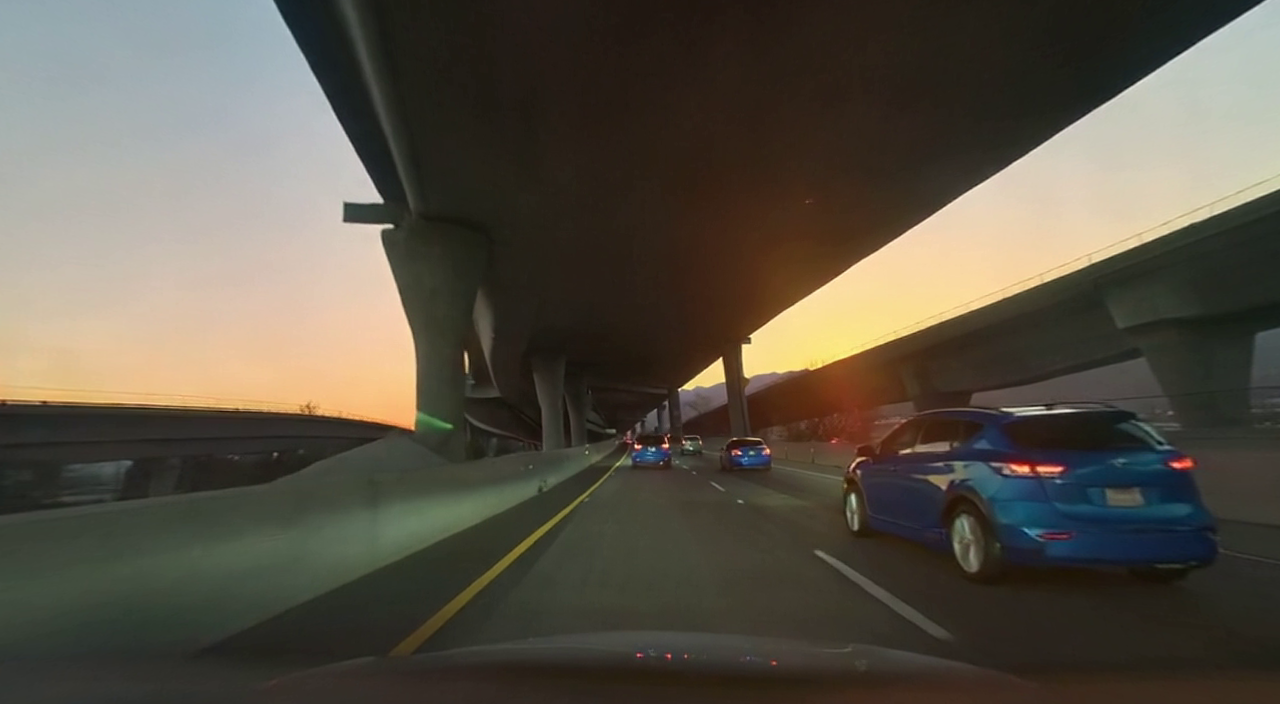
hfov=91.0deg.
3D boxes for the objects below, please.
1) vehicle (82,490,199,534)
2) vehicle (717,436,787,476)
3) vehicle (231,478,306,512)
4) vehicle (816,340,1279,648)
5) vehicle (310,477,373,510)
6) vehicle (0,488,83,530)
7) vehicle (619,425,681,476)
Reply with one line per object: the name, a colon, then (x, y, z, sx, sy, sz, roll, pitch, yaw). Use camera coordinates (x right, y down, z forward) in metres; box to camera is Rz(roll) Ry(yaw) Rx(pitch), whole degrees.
vehicle: (-22.137, 7.076, 28.147, 1.813, 1.498, 4.330, 1, -9, -3)
vehicle: (4.544, 4.294, 26.158, 2.047, 1.500, 4.017, 1, -9, -2)
vehicle: (-22.642, 8.718, 38.600, 1.920, 1.675, 4.655, 1, -9, -2)
vehicle: (4.001, 1.337, 7.025, 2.404, 2.014, 5.655, 0, -8, 0)
vehicle: (-18.835, 8.921, 39.967, 1.939, 1.689, 4.298, 1, -9, -2)
vehicle: (-29.249, 7.363, 29.750, 1.859, 1.524, 4.469, 1, -9, -2)
vehicle: (0.380, 3.973, 25.592, 2.264, 1.841, 4.583, 0, -8, 0)
